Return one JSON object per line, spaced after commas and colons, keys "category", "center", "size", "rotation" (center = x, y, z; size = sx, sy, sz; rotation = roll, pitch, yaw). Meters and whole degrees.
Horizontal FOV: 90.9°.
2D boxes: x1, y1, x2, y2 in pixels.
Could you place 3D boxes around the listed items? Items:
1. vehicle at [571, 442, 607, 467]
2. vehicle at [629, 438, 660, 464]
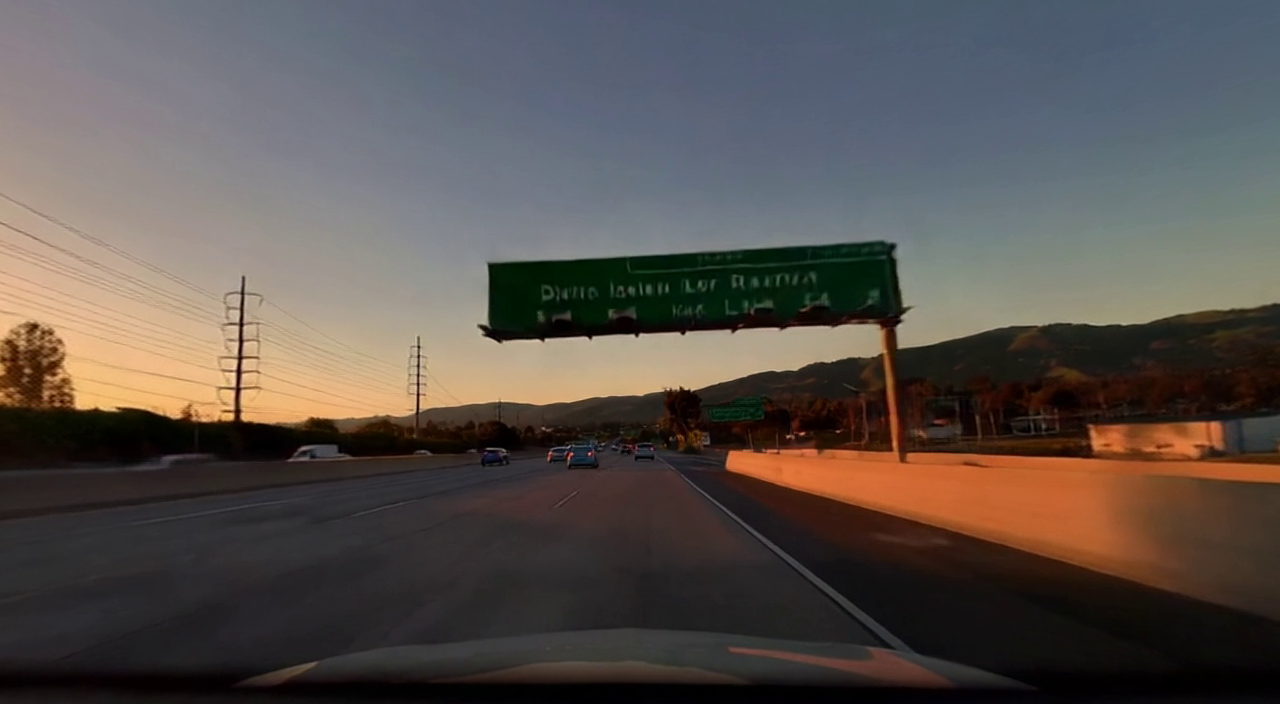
{"category": "vehicle", "center": [-3.372, 6.882, 42.441], "size": [1.967, 1.517, 4.808], "rotation": [0, -9, 0]}
{"category": "vehicle", "center": [0.288, 7.302, 46.600], "size": [2.194, 1.737, 4.127], "rotation": [0, -9, -1]}
